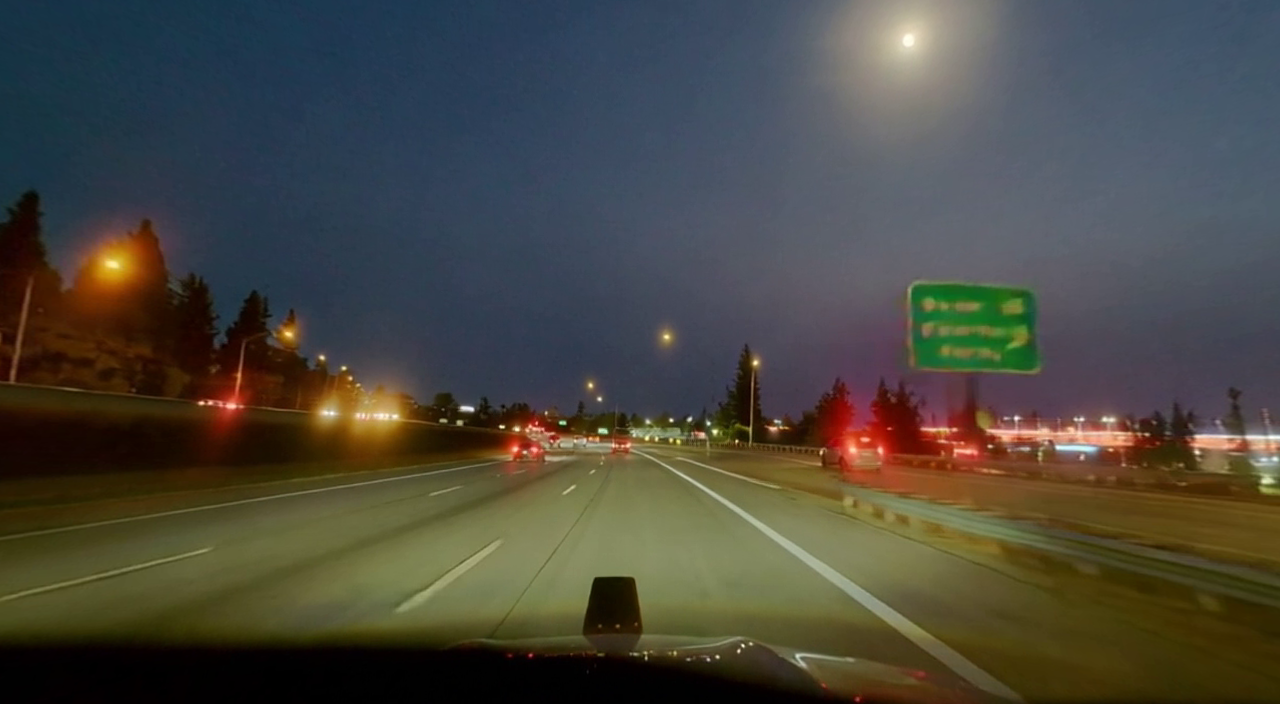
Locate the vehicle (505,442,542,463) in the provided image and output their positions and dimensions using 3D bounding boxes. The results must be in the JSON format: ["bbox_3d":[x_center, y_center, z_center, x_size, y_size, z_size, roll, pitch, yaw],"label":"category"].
[{"bbox_3d":[-8.523,7.383,46.579,2.009,1.454,4.250,0,-9,-1],"label":"vehicle"}]

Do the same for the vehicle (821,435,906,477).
[{"bbox_3d":[10.369,4.849,29.689,2.023,1.782,4.193,1,-9,-7],"label":"vehicle"}]
